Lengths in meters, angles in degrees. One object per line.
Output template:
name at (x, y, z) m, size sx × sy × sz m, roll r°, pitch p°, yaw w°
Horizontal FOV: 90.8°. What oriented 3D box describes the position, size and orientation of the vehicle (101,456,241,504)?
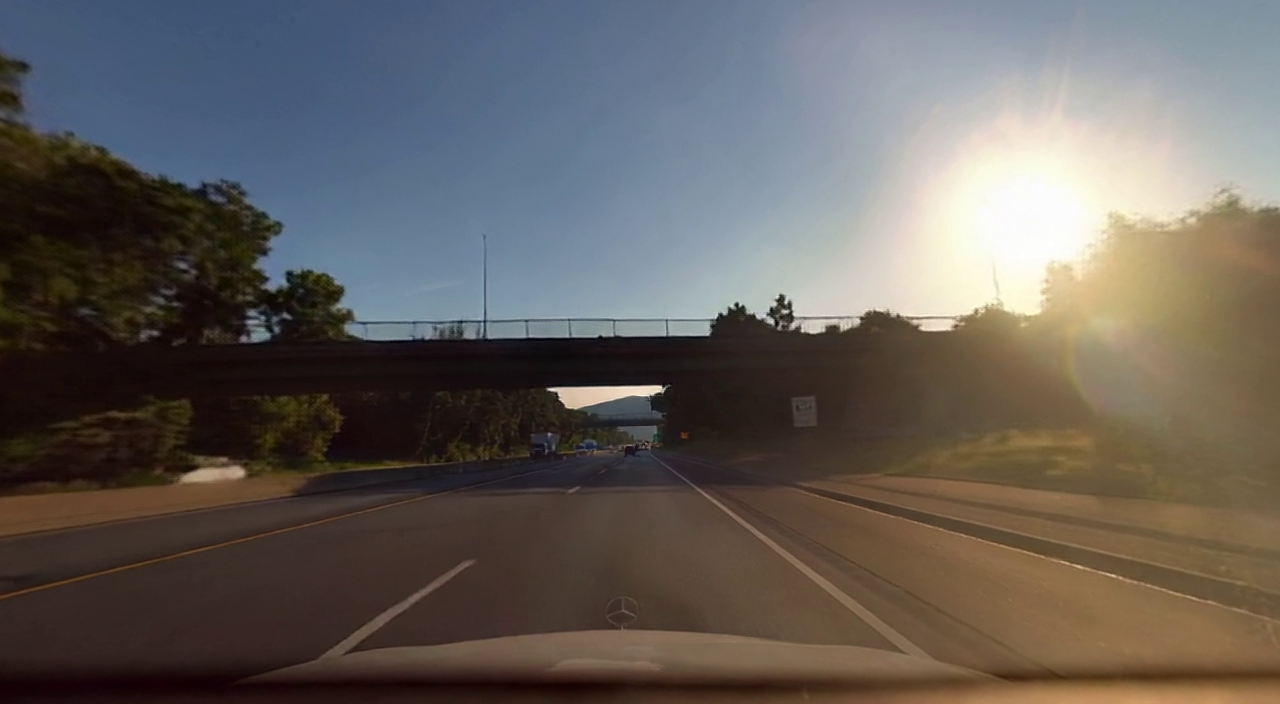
vehicle at (-16.793, 4.571, 22.899) m, size 1.833 × 1.476 × 4.198 m, roll 0°, pitch -9°, yaw 0°
